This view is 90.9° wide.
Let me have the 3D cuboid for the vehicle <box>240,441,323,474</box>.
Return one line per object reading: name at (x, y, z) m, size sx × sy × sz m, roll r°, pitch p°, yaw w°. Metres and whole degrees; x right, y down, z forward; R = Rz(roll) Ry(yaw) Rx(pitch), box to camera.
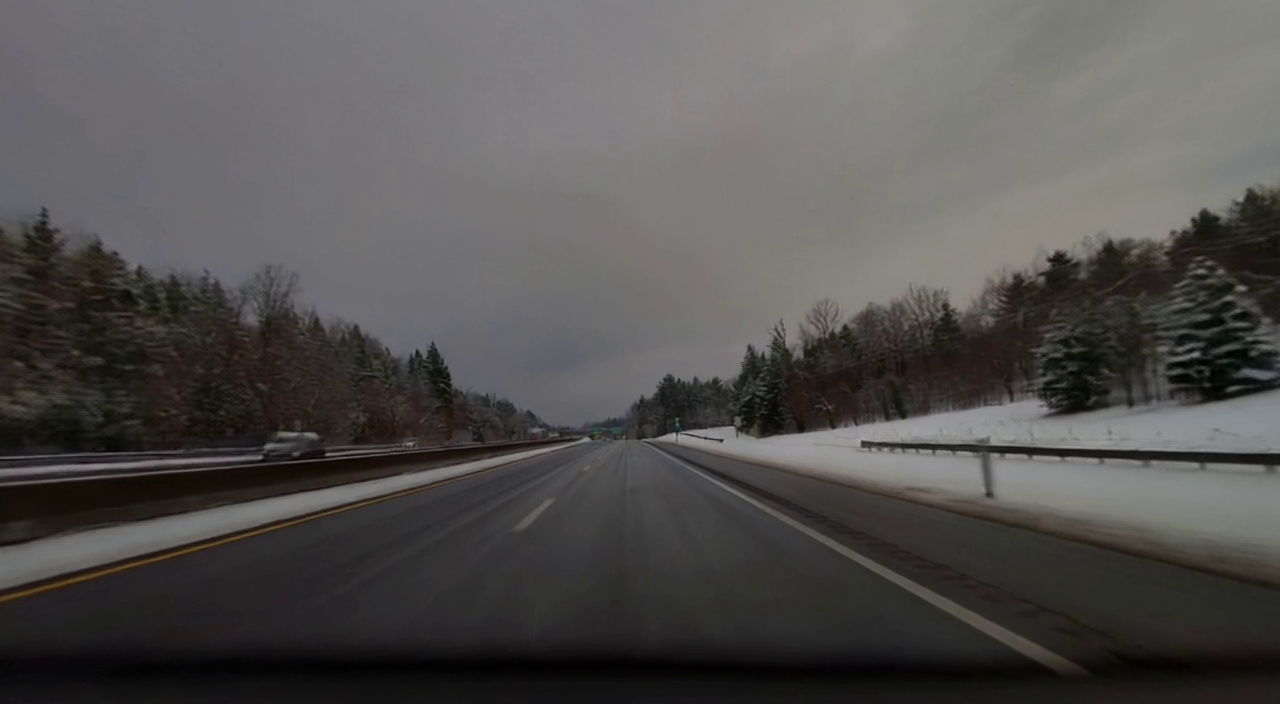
vehicle at (-16.983, 4.991, 30.028) m, size 1.756 × 1.429 × 3.808 m, roll 0°, pitch -8°, yaw -1°
